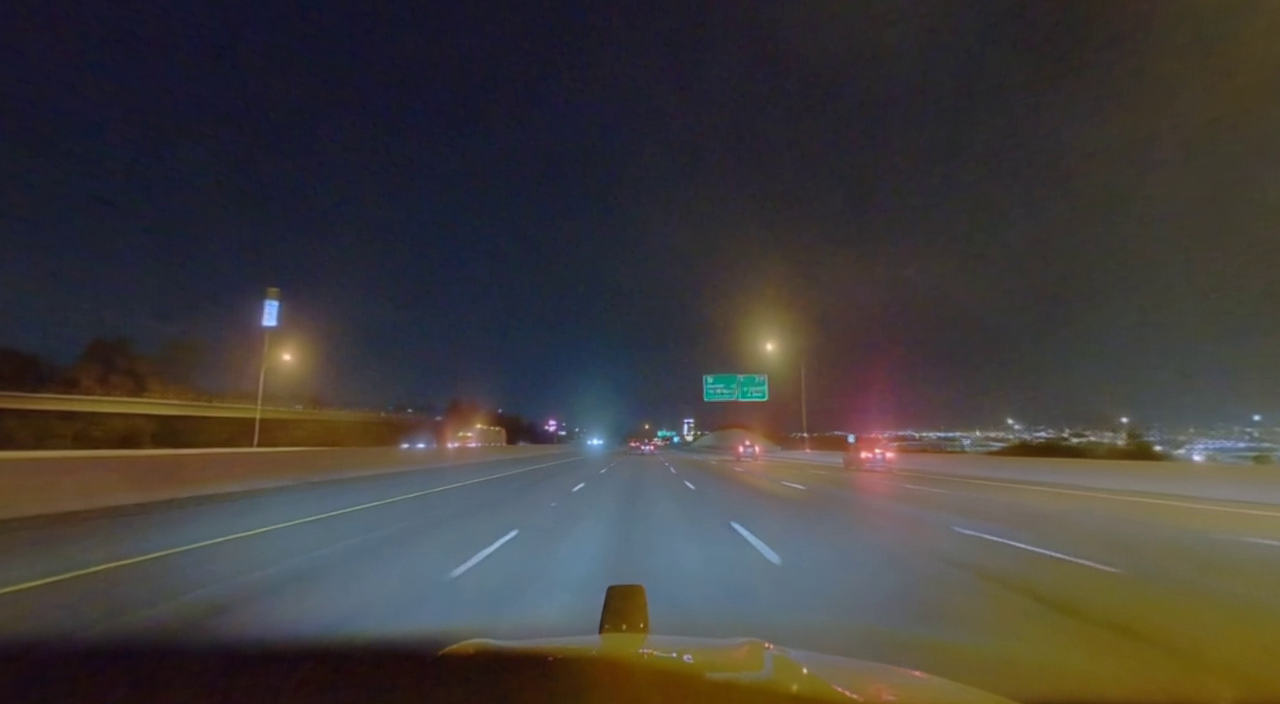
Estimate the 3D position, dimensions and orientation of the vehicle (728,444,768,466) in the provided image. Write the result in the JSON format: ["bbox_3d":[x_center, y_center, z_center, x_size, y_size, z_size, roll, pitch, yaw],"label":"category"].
[{"bbox_3d":[7.746,7.428,45.700,2.056,1.465,4.304,0,-8,-1],"label":"vehicle"}]
